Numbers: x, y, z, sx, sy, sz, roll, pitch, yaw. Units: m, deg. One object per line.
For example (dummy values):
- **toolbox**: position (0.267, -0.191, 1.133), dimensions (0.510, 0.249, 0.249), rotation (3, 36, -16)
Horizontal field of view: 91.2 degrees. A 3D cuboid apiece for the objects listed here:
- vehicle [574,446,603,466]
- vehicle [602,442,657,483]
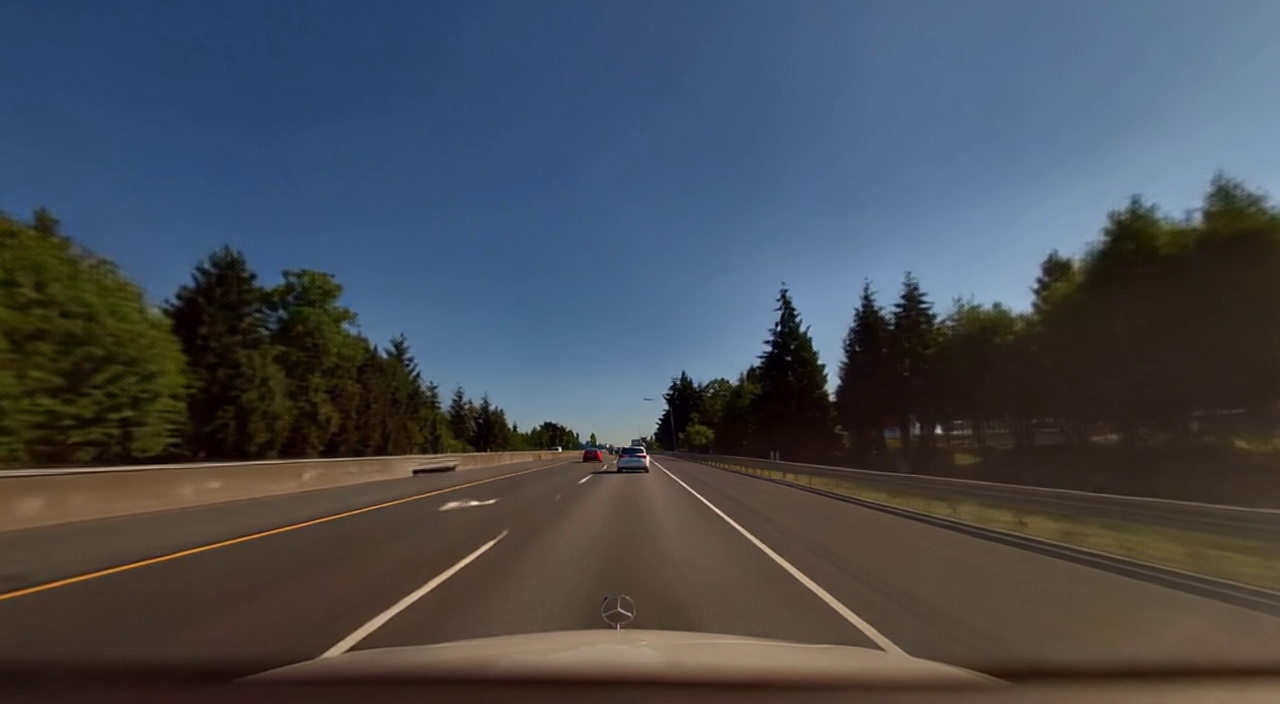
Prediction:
- **vehicle**: position (-3.919, 7.950, 48.056), dimensions (1.994, 1.470, 3.752), rotation (0, -9, -1)
- **vehicle**: position (-0.414, 4.432, 25.377), dimensions (2.066, 1.490, 3.759), rotation (0, -9, -1)
